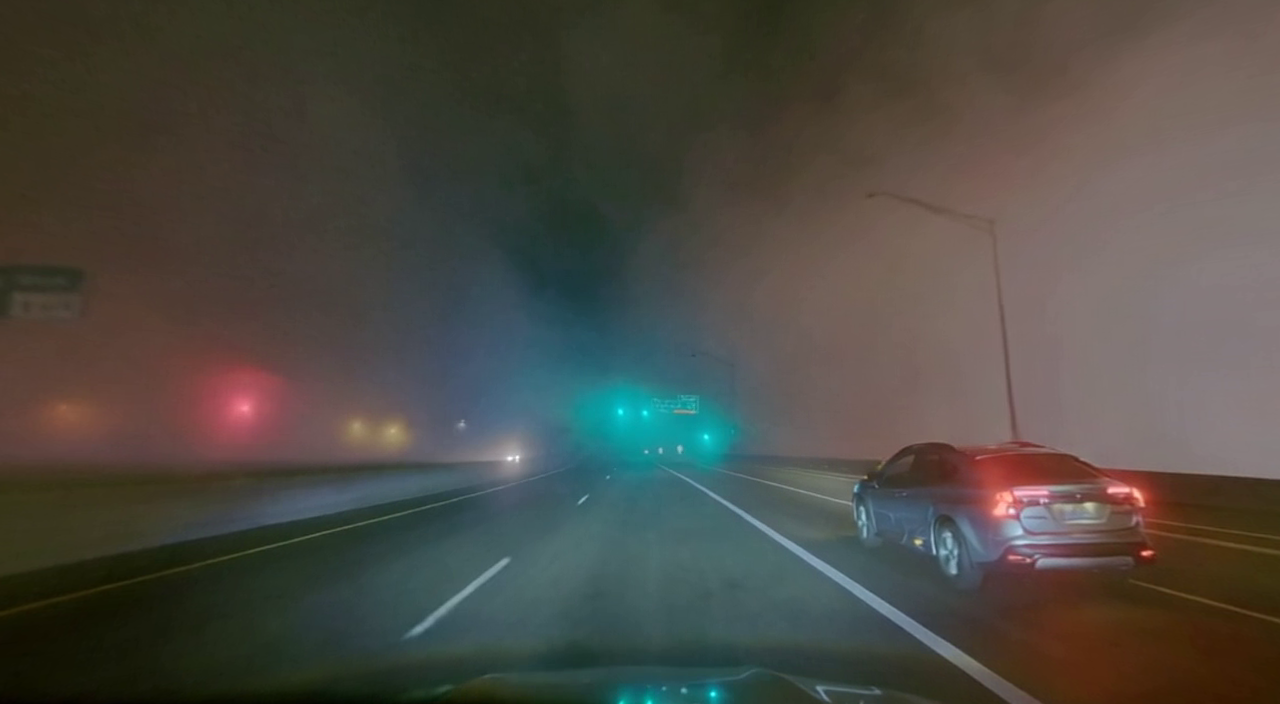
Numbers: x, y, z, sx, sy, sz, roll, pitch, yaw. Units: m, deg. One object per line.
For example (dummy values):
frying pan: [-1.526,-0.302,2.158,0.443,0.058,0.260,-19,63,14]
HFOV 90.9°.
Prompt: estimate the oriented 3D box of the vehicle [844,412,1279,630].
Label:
vehicle: [4.128,1.588,7.035,2.104,1.575,4.698,0,-9,0]
